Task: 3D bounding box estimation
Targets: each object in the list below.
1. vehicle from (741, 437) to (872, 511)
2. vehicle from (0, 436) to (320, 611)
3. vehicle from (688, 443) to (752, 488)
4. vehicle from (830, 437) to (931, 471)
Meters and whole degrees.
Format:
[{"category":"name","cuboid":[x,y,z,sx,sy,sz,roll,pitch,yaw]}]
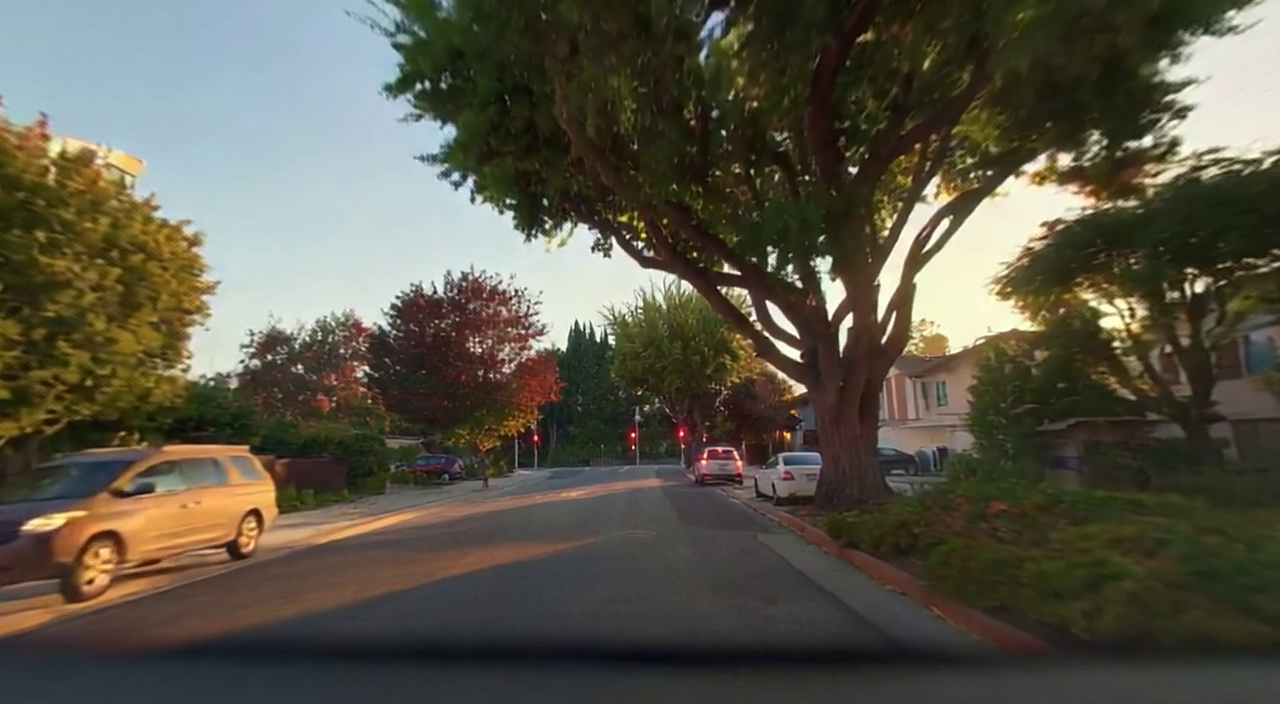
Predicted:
[{"category":"vehicle","cuboid":[4.036,3.054,16.263,2.043,1.585,4.687,-1,-9,-1]},{"category":"vehicle","cuboid":[-6.913,2.116,8.815,2.119,1.760,4.294,-2,-9,10]},{"category":"vehicle","cuboid":[3.113,4.512,25.437,2.037,1.595,4.536,-1,-9,1]},{"category":"vehicle","cuboid":[12.468,5.322,33.032,4.470,1.624,2.047,-2,-9,6]}]
